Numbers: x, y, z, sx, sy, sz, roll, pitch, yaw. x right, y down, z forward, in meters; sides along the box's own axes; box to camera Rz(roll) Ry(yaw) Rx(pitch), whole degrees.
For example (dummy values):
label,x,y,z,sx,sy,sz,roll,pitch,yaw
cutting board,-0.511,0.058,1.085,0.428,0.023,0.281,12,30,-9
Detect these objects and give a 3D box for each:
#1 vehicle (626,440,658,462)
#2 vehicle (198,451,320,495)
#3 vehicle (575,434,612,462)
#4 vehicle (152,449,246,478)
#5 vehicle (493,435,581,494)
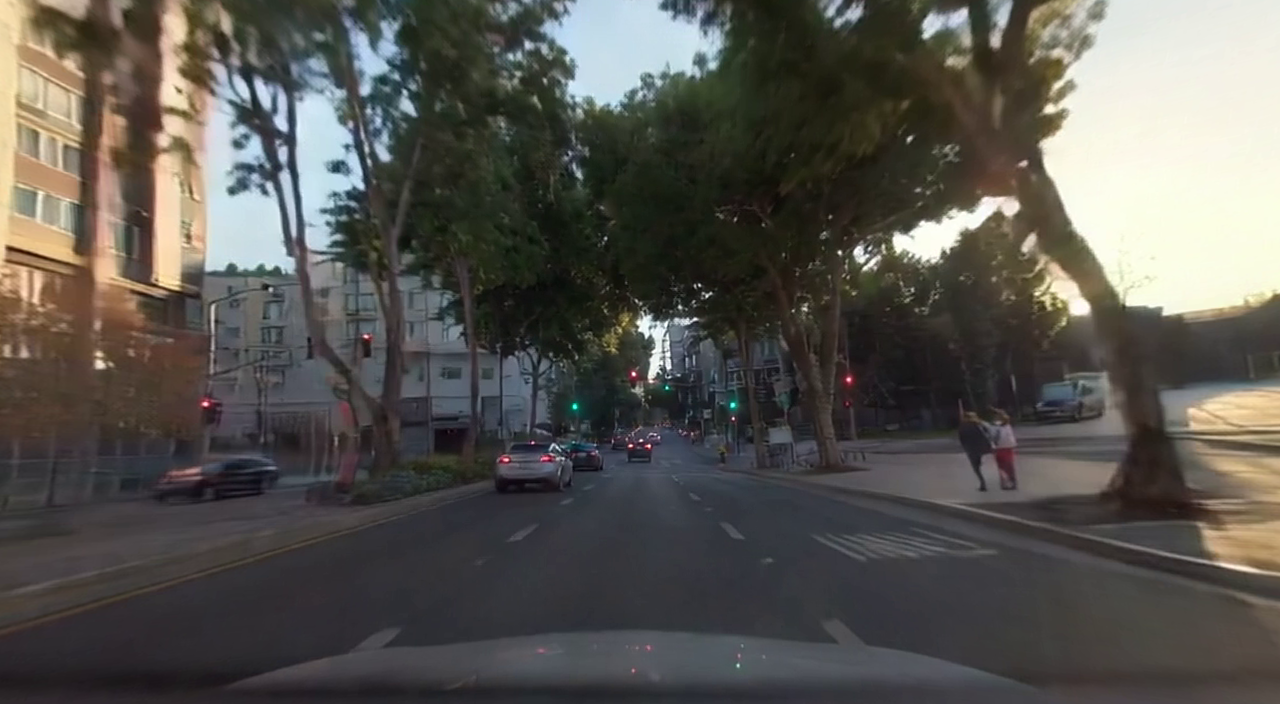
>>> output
label,x,y,z,sx,sy,sz,roll,pitch,yaw
vehicle,0.102,6.754,43.165,2.095,1.438,3.843,0,-9,0
vehicle,-14.659,4.636,24.677,1.918,1.513,4.581,0,-9,0
vehicle,-3.196,6.756,44.495,2.152,1.802,4.628,-1,-9,1
vehicle,-29.688,7.506,42.603,4.684,1.806,2.073,0,-9,-1
vehicle,-3.244,3.661,20.855,2.116,1.725,4.315,0,-9,1
